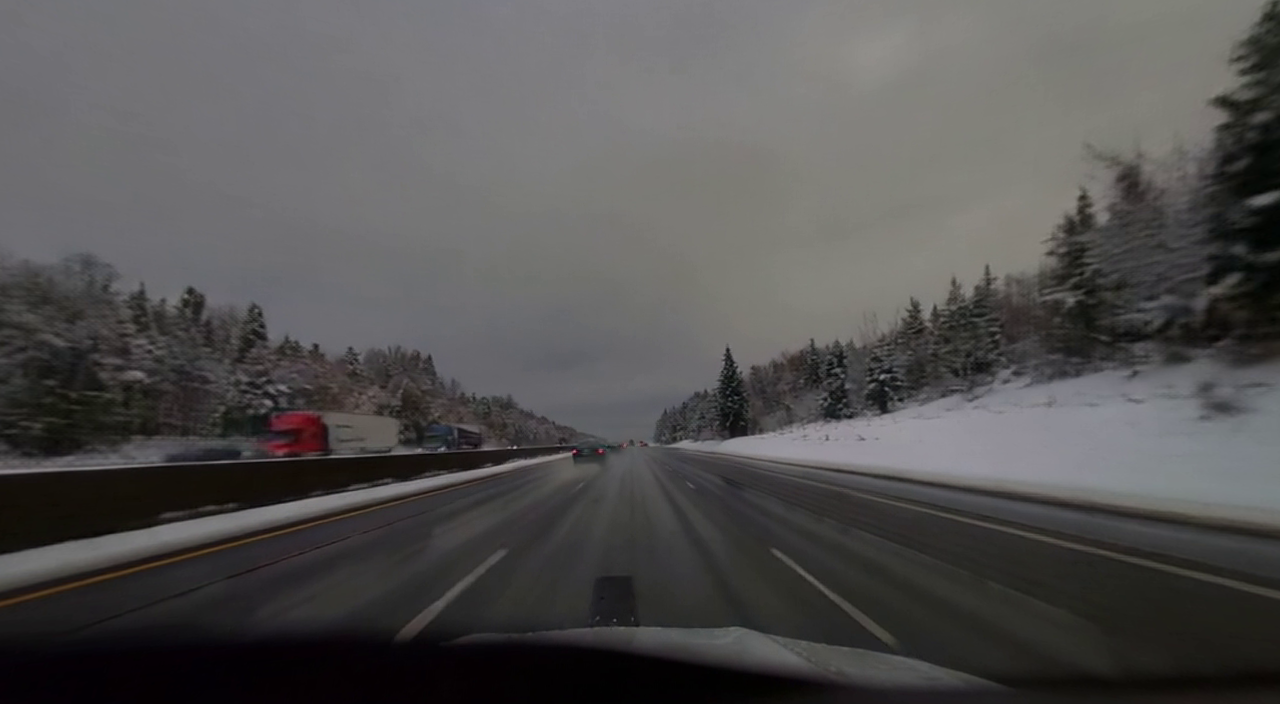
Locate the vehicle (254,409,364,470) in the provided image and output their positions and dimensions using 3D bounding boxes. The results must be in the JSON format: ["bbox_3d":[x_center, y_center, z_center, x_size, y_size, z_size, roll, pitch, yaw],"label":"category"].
[{"bbox_3d":[-24.634,6.658,47.735,2.970,4.086,9.830,0,-8,0],"label":"vehicle"}]

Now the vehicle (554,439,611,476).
[{"bbox_3d":[-2.534,4.798,28.984,2.158,1.562,4.373,0,-8,1],"label":"vehicle"}]
